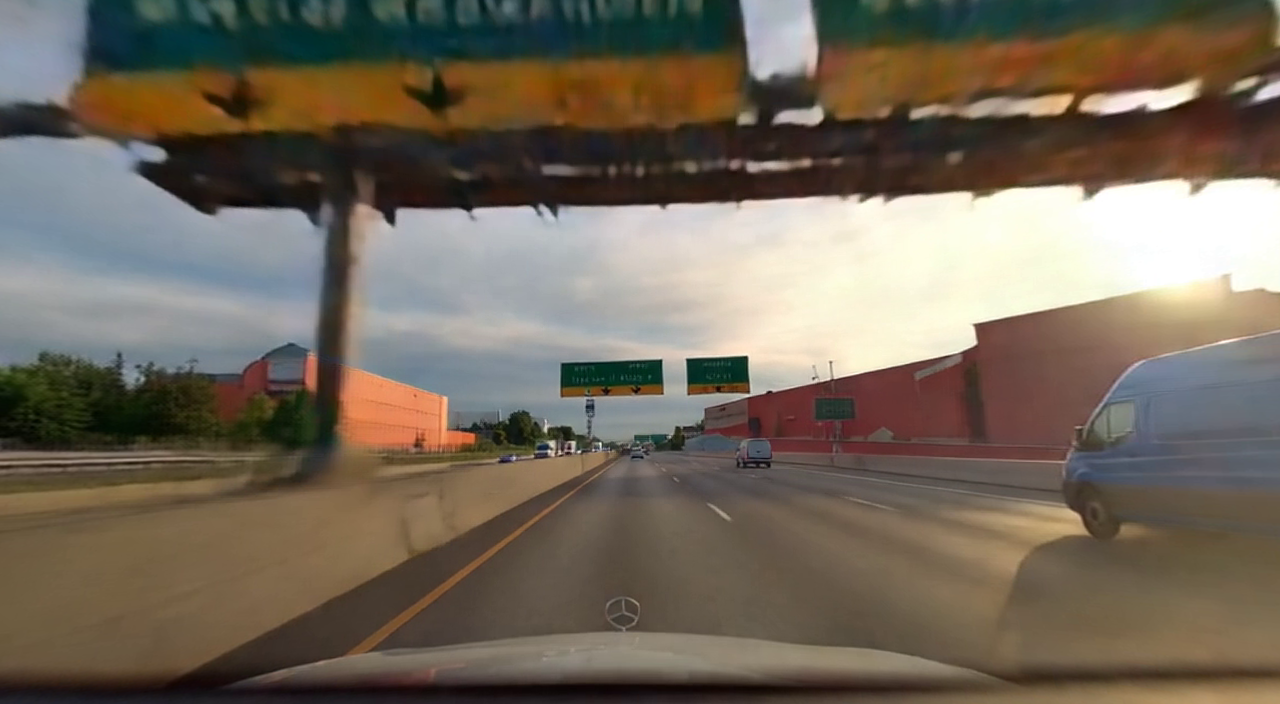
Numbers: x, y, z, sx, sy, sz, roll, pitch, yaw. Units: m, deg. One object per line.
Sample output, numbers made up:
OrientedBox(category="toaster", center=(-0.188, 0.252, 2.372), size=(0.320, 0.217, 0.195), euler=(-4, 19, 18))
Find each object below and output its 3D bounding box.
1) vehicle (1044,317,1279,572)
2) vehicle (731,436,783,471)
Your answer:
OrientedBox(category="vehicle", center=(7.801, 1.045, 7.104), size=(2.283, 2.631, 6.053), euler=(0, -9, -1))
OrientedBox(category="vehicle", center=(7.087, 6.219, 38.680), size=(2.156, 1.943, 5.010), euler=(0, -9, -1))
